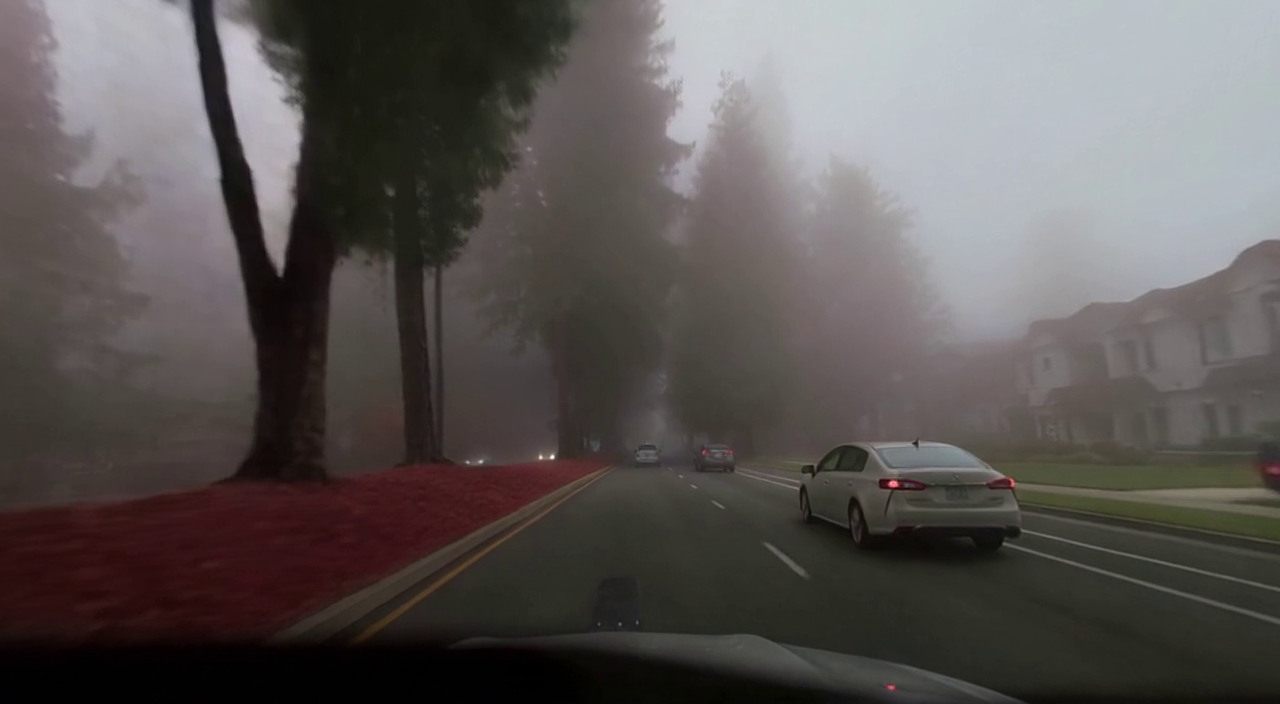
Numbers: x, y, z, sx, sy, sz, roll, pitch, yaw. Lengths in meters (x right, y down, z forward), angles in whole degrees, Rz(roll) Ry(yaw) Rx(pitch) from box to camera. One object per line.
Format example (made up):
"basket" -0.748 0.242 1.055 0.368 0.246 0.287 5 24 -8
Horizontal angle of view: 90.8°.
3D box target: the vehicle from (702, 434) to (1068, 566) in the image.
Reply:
"vehicle" 3.100 2.017 8.919 4.279 1.438 2.037 -3 -9 3

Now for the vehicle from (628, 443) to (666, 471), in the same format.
"vehicle" 0.395 6.025 36.495 2.082 1.473 4.028 0 -8 0
